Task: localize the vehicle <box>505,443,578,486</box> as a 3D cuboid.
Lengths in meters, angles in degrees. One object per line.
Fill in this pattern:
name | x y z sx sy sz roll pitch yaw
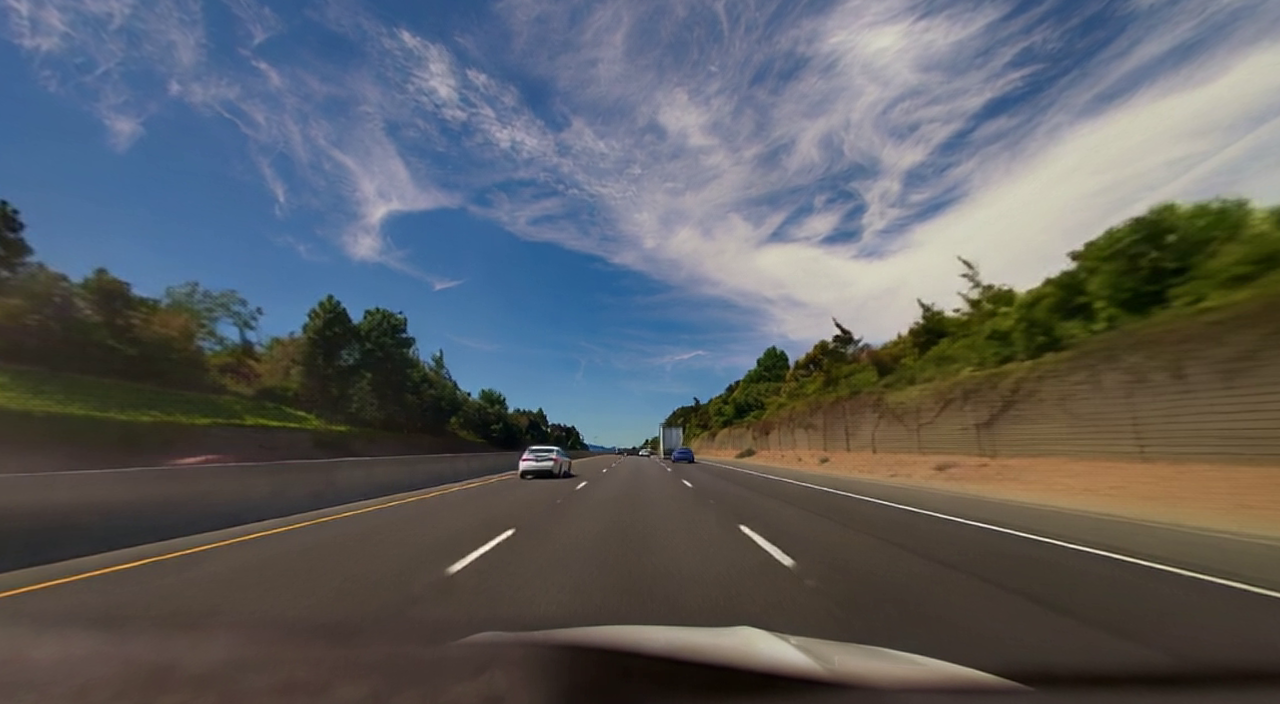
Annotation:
vehicle | -3.943 4.625 26.247 2.129 1.559 5.272 0 -9 1
